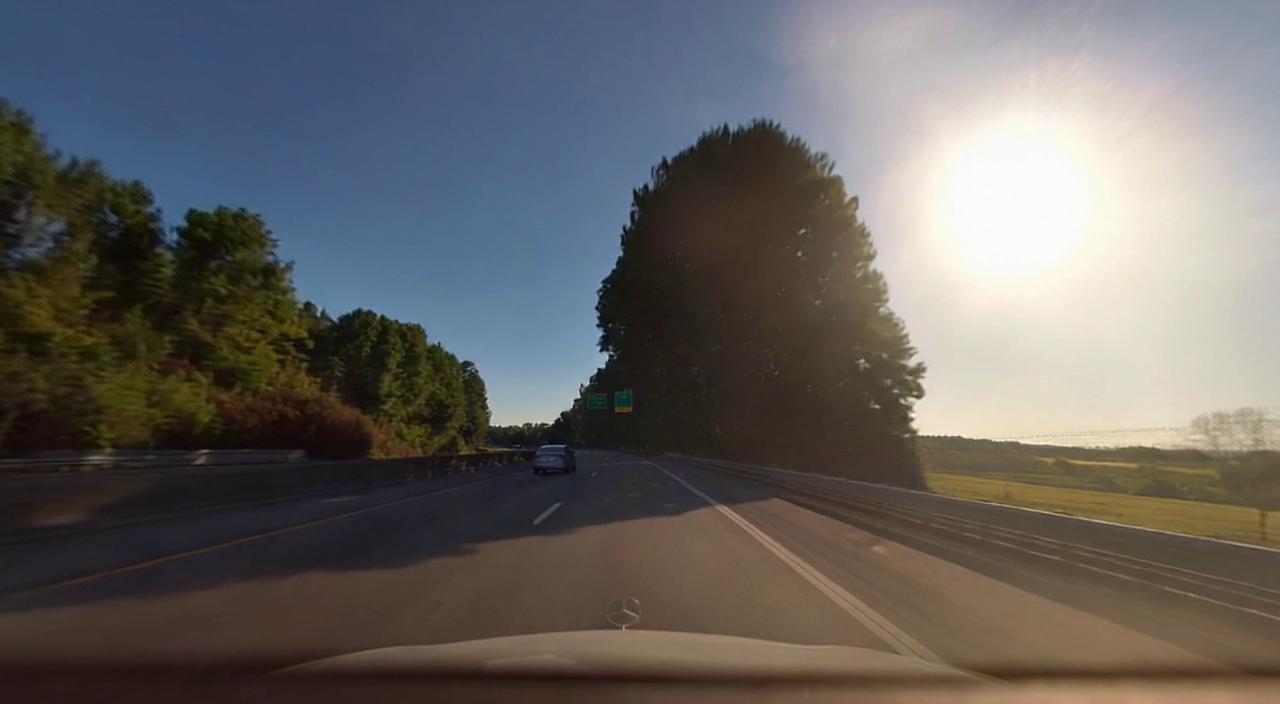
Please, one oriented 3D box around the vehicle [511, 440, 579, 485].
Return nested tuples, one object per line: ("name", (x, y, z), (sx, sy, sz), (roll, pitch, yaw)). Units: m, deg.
("vehicle", (-3.469, 4.113, 23.760), (1.990, 1.532, 3.911), (0, -9, 0))
